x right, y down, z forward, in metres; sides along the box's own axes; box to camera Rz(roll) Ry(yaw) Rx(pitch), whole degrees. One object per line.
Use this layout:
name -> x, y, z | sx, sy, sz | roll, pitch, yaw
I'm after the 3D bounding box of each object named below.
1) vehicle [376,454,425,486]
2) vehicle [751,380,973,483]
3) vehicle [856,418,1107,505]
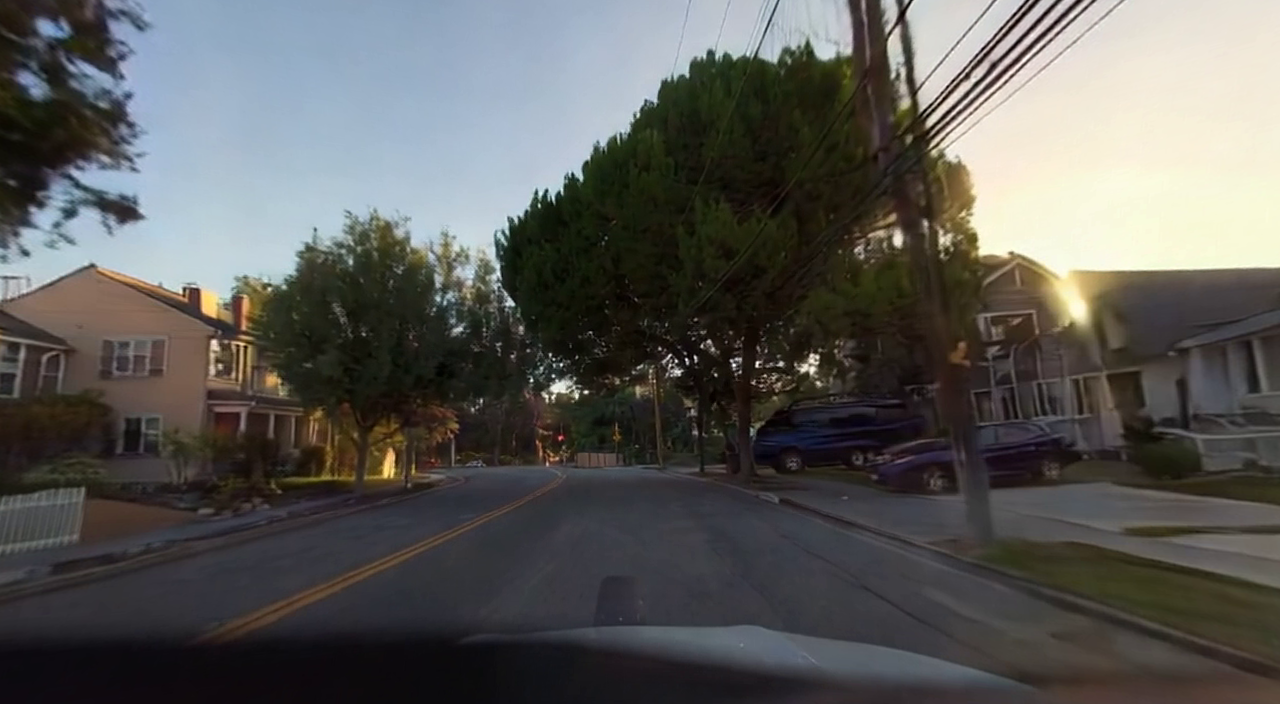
vehicle -> -13.168, 6.416, 34.728 | 2.390, 1.431, 4.253 | 1, -8, -21
vehicle -> 8.082, 2.943, 23.524 | 7.115, 3.010, 2.378 | -4, -8, -6
vehicle -> 7.471, 2.425, 14.191 | 4.412, 1.565, 1.957 | -3, -9, -1
